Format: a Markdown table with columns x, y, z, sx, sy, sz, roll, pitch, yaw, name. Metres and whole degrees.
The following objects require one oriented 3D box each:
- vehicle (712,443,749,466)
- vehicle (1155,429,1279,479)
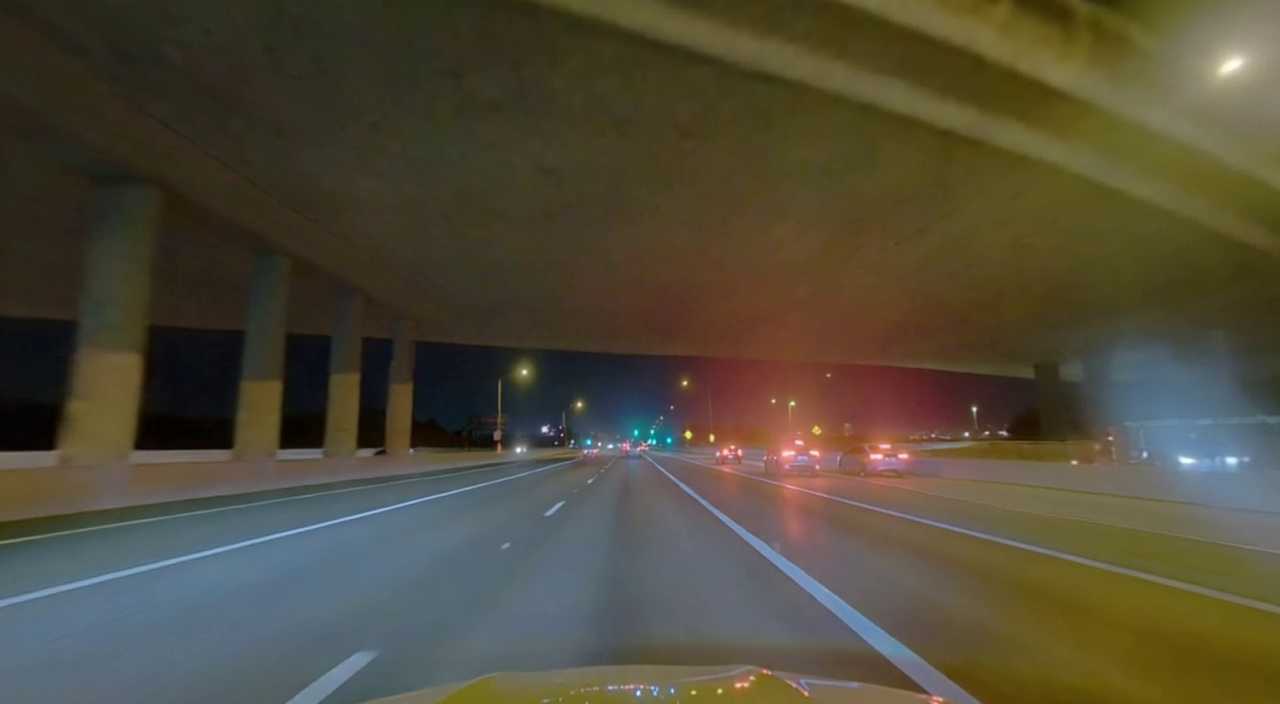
| x | y | z | sx | sy | sz | roll | pitch | yaw | name |
| --- | --- | --- | --- | --- | --- | --- | --- | --- | --- |
| 6.862 | 7.797 | 48.284 | 2.075 | 1.611 | 4.421 | 0 | -8 | -1 | vehicle |
| 19.937 | 3.309 | 20.637 | 1.821 | 1.479 | 5.004 | 0 | -8 | -3 | vehicle |
